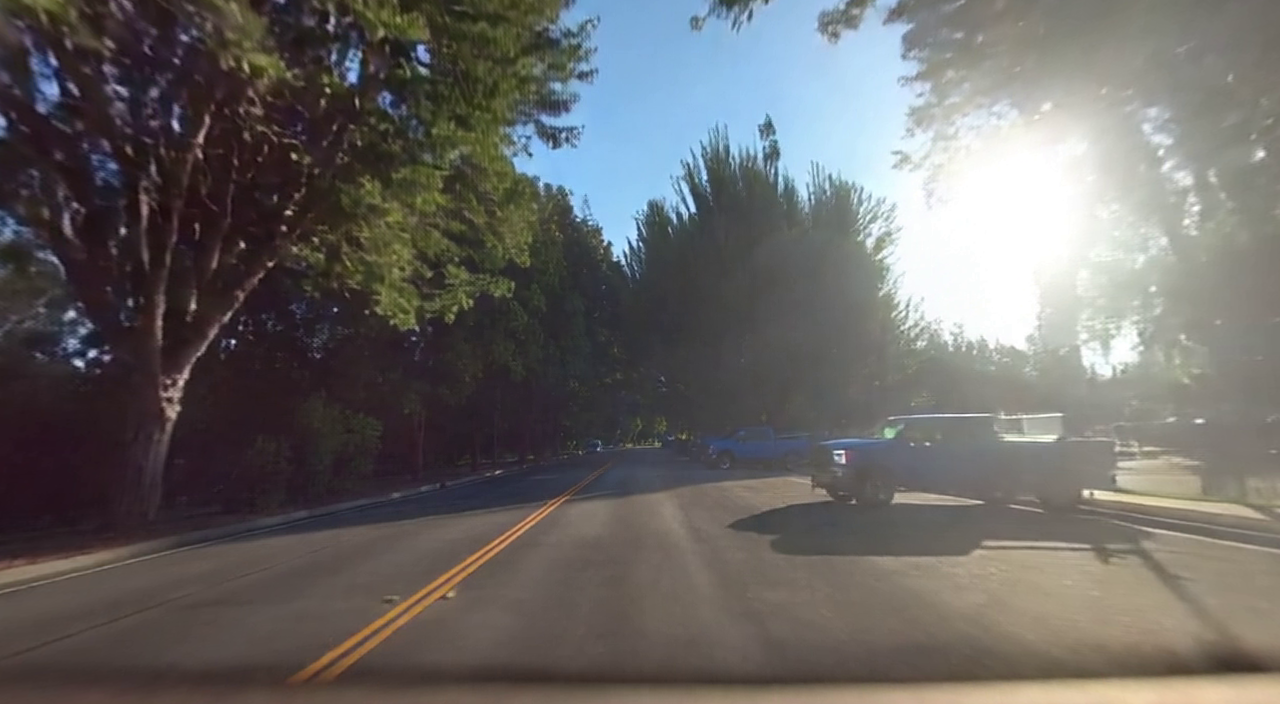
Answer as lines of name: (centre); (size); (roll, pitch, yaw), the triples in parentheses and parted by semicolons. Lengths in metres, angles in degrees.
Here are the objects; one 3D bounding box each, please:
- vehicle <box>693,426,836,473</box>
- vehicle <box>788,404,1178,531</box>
vehicle: (6.227, 4.980, 32.369); (6.645, 2.298, 2.763); (0, -9, -3)
vehicle: (6.003, 2.104, 11.818); (5.797, 2.070, 2.502); (0, -8, -1)
